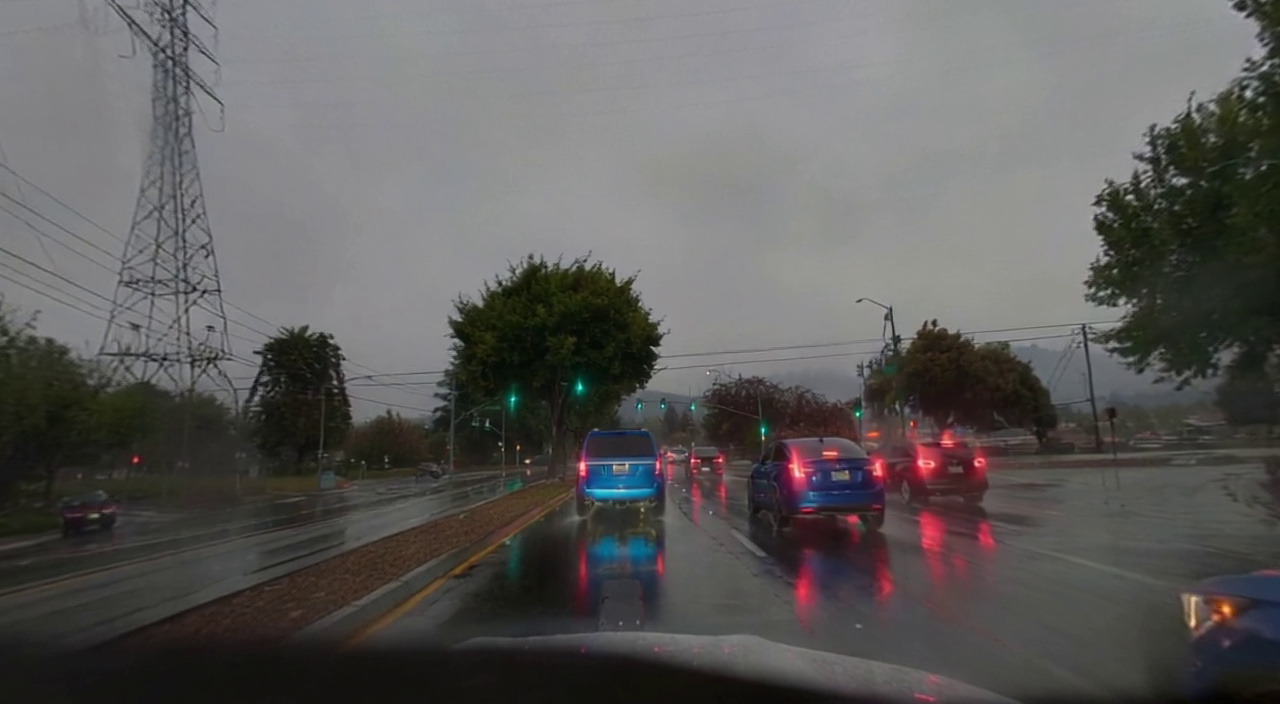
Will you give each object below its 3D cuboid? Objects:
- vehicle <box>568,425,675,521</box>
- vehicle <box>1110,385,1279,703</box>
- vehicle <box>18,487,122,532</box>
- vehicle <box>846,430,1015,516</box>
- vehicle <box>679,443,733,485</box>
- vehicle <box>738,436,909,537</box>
[{"bbox_3d":[-0.453,2.866,15.445,2.231,1.998,4.254,0,-9,-2],"label":"vehicle"},{"bbox_3d":[3.260,0.663,0.837,1.889,1.517,4.308,0,-9,-1],"label":"vehicle"},{"bbox_3d":[-26.810,7.405,29.714,4.526,1.715,1.989,-10,-13,26],"label":"vehicle"},{"bbox_3d":[6.746,2.849,15.329,1.929,1.753,4.396,0,-9,-1],"label":"vehicle"},{"bbox_3d":[2.904,5.032,28.642,1.915,1.765,4.047,0,-9,-2],"label":"vehicle"},{"bbox_3d":[3.274,2.478,12.332,1.880,1.579,4.401,0,-9,-2],"label":"vehicle"}]
